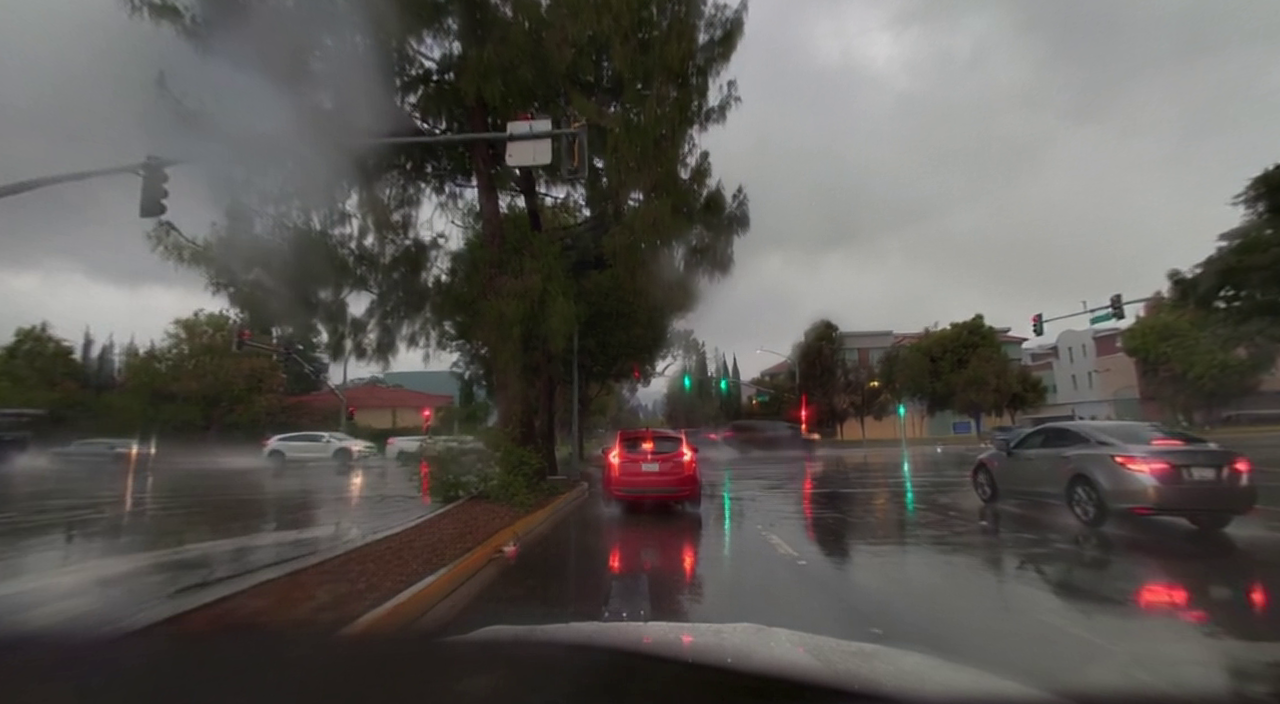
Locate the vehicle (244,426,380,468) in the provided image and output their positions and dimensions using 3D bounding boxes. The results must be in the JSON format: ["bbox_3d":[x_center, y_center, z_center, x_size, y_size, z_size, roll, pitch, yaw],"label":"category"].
[{"bbox_3d":[-14.495,4.222,28.107,4.921,1.757,2.036,-1,-8,2],"label":"vehicle"}]

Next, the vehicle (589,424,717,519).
[{"bbox_3d":[0.167,2.195,12.033,2.041,1.485,3.813,0,-8,-1],"label":"vehicle"}]

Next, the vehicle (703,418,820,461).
[{"bbox_3d":[5.323,3.890,28.128,4.786,1.803,1.967,0,-8,0],"label":"vehicle"}]

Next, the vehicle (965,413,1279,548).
[{"bbox_3d":[7.142,1.845,9.731,1.901,1.577,4.348,0,-8,0],"label":"vehicle"}]

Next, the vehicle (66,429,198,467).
[{"bbox_3d":[-25.332,4.814,31.586,4.833,1.784,2.027,0,-8,0],"label":"vehicle"}]

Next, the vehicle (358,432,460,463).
[{"bbox_3d":[-11.545,4.791,31.692,4.399,1.445,1.769,-1,-8,2],"label":"vehicle"}]
